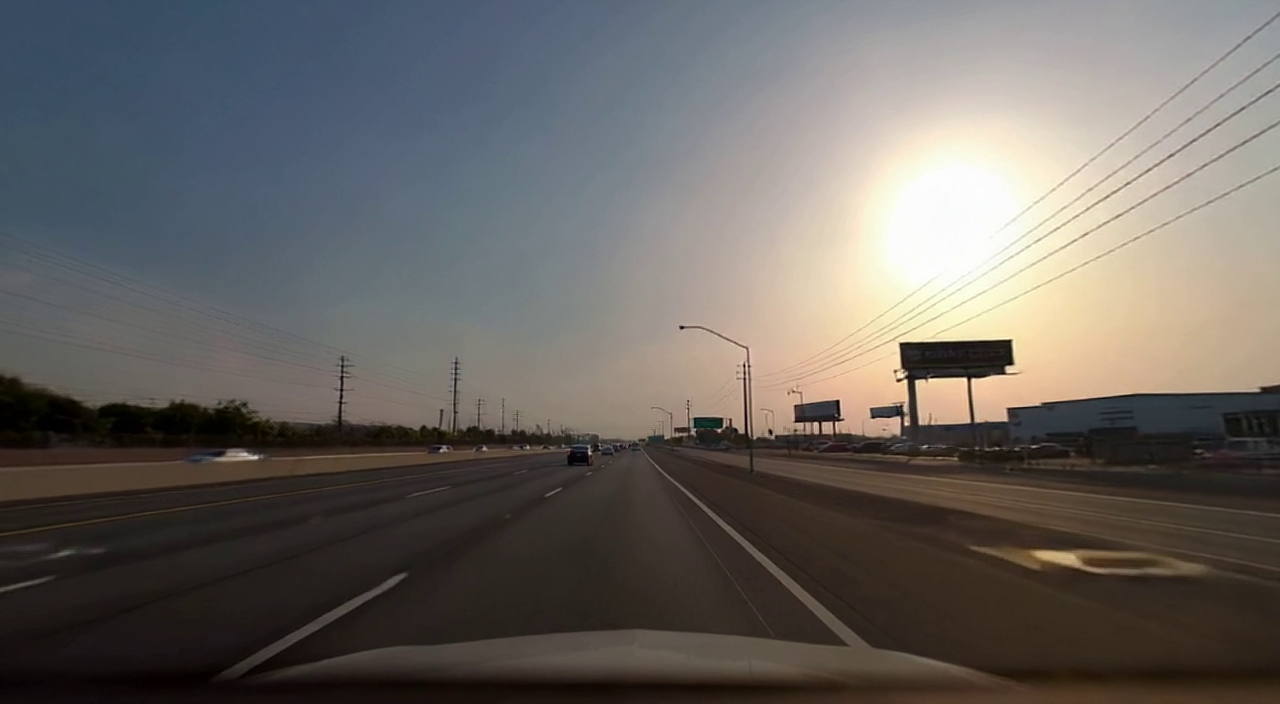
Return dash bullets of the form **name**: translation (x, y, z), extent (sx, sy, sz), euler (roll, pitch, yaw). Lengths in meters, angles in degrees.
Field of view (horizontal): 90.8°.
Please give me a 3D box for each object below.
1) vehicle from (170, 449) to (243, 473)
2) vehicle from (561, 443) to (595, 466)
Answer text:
- **vehicle**: translation (-29.173, 7.331, 42.728), extent (1.858, 1.472, 4.338), euler (0, -9, 0)
- **vehicle**: translation (-4.256, 7.143, 44.127), extent (1.940, 1.479, 4.545), euler (0, -9, 0)
